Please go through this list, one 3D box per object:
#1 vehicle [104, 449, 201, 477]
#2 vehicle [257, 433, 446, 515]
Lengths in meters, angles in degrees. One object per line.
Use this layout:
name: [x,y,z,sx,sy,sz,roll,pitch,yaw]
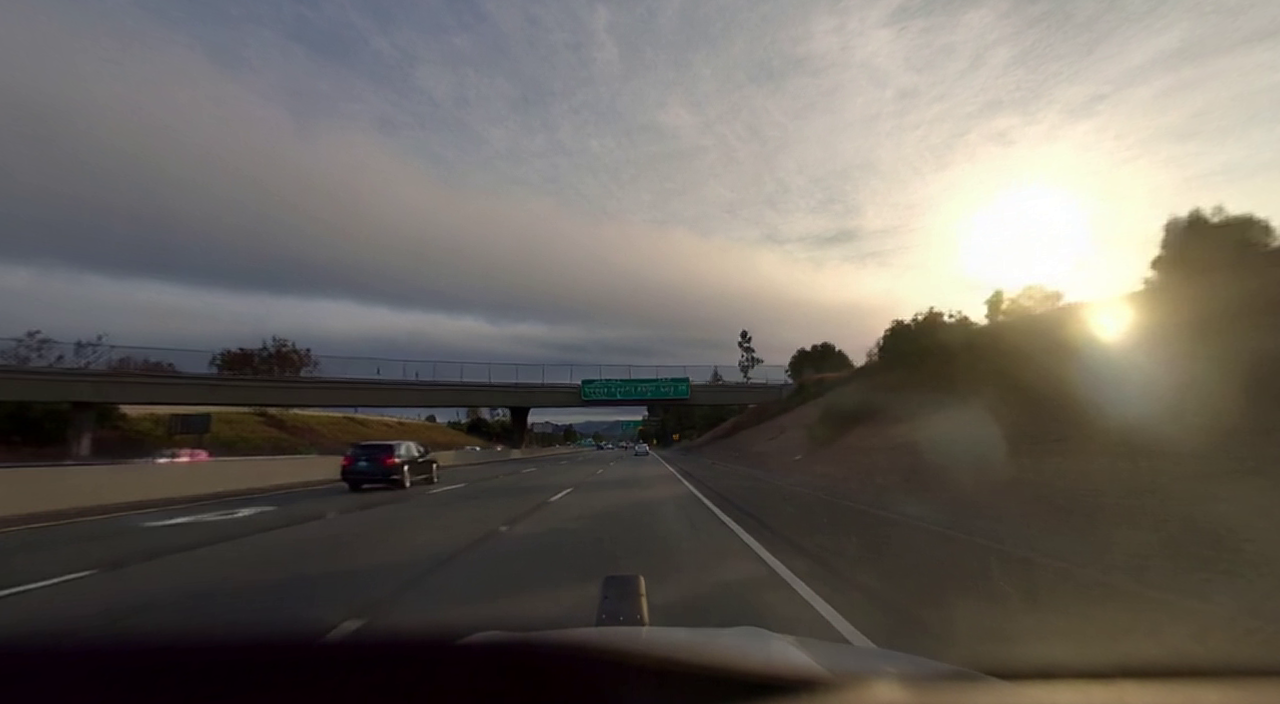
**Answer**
vehicle: [-28.454,6.439,36.968,1.911,1.494,4.646,0,-8,1]
vehicle: [-6.270,2.693,14.469,1.916,1.545,4.757,0,-8,2]
